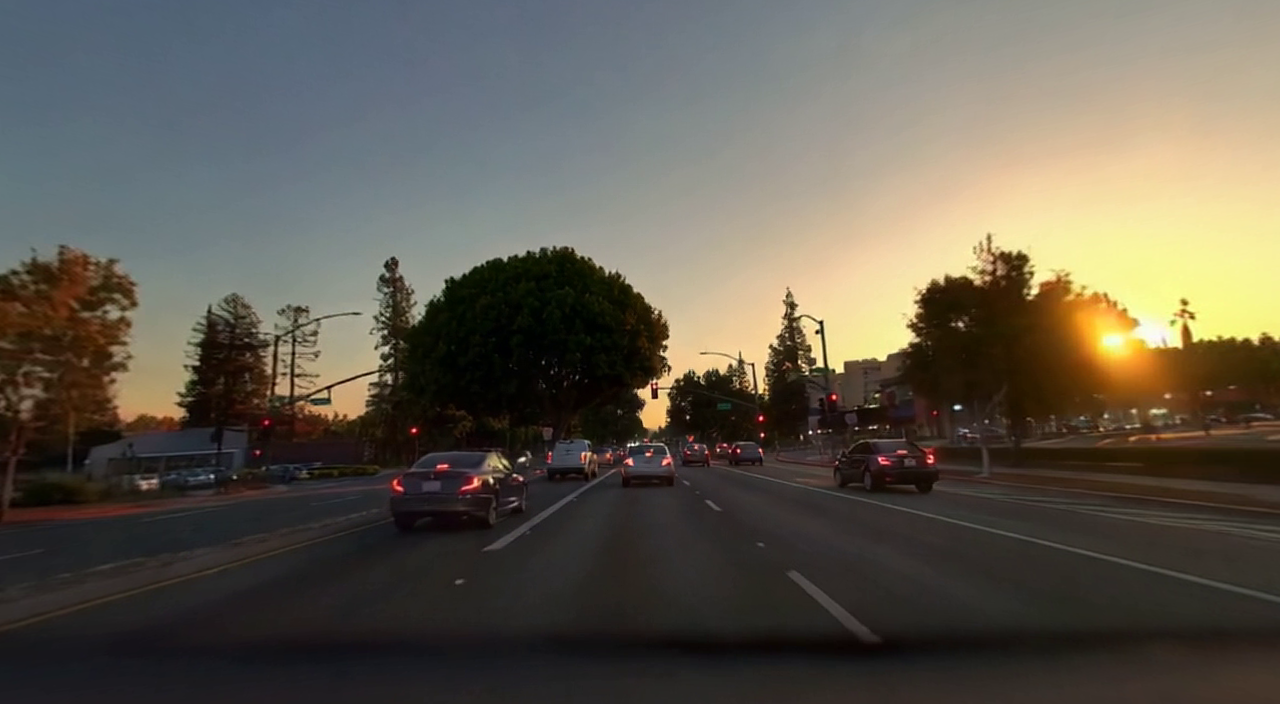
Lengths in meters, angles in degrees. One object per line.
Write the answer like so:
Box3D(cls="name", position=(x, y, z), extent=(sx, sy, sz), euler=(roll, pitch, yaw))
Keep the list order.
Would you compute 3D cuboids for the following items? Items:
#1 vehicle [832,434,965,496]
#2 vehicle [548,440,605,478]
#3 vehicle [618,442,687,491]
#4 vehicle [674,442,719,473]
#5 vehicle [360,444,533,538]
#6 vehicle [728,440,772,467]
Box3D(cls="vehicle", position=(7.168, 3.169, 18.046), extent=(1.892, 1.515, 4.400), euler=(0, -8, -1))
Box3D(cls="vehicle", position=(-2.979, 5.136, 30.494), extent=(2.219, 1.699, 4.090), euler=(-1, -8, 1))
Box3D(cls="vehicle", position=(0.366, 3.793, 21.288), extent=(2.096, 1.473, 3.893), euler=(0, -8, 0))
Box3D(cls="vehicle", position=(2.963, 5.664, 34.003), extent=(1.988, 1.528, 4.144), euler=(0, -8, -1))
Box3D(cls="vehicle", position=(-3.471, 2.548, 12.300), extent=(1.938, 1.472, 4.399), euler=(0, -8, 0))
Box3D(cls="vehicle", position=(7.279, 6.765, 42.176), extent=(2.044, 1.701, 4.397), euler=(0, -8, -1))
